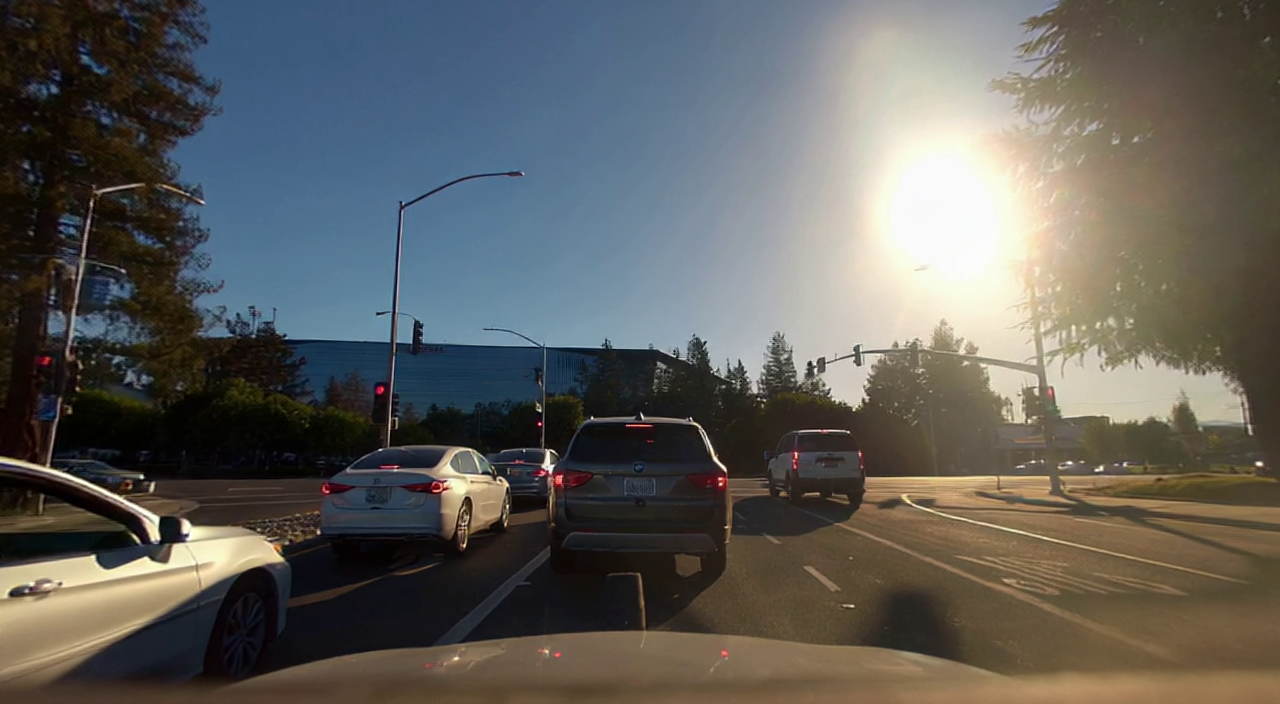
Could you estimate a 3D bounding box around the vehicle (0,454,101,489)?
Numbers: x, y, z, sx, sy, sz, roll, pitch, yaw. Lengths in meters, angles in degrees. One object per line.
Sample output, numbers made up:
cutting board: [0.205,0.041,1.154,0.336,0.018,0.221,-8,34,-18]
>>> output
vehicle: [-27.015,5.290,27.974,4.198,1.444,1.765,2,-9,-16]

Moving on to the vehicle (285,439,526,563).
vehicle: [-3.206,2.099,9.764,1.913,1.453,4.413,0,-8,2]

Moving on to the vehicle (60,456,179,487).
vehicle: [-25.990,5.950,31.604,4.140,1.444,1.742,2,-9,-15]

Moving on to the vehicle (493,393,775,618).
vehicle: [-0.041,1.524,7.170,2.203,1.757,4.286,0,-8,0]

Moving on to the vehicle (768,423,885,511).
vehicle: [4.801,3.005,16.913,2.084,2.053,4.073,-1,-8,4]
